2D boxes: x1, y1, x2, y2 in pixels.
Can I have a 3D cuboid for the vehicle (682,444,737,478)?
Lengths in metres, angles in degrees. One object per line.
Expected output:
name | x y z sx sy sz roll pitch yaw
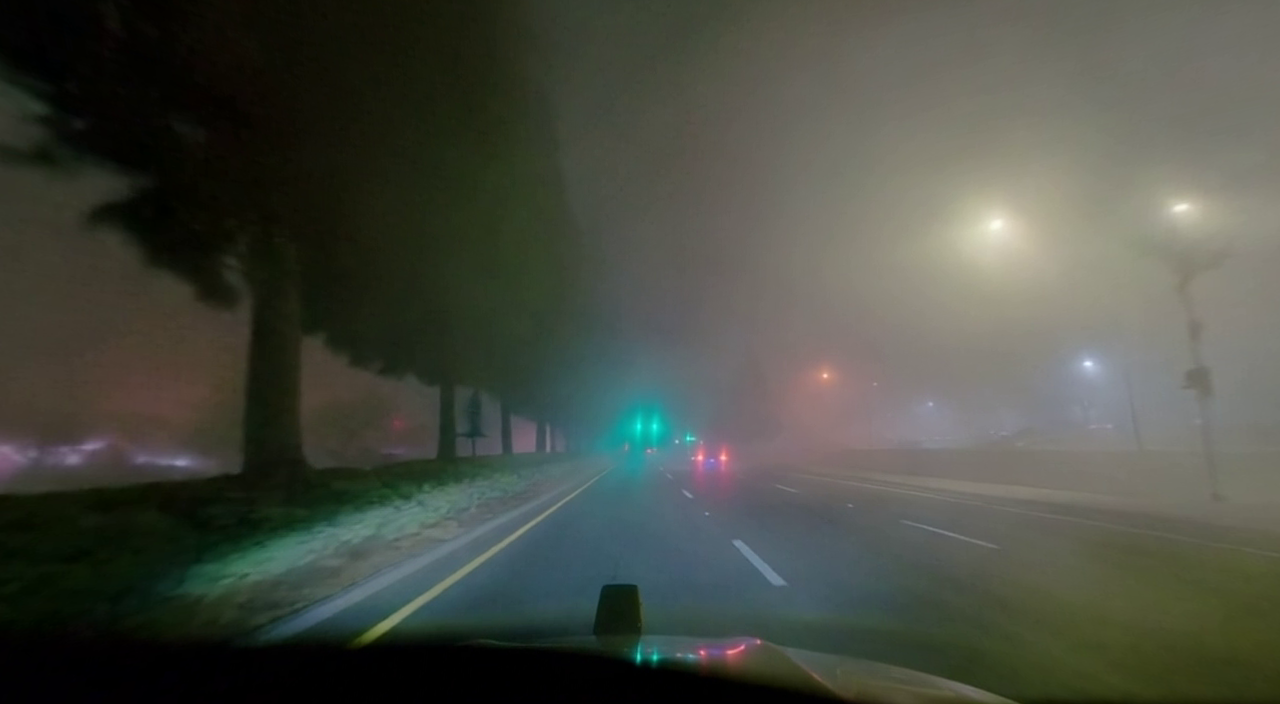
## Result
vehicle | 3.191 5.100 29.774 2.056 1.483 4.091 0 -8 -2
